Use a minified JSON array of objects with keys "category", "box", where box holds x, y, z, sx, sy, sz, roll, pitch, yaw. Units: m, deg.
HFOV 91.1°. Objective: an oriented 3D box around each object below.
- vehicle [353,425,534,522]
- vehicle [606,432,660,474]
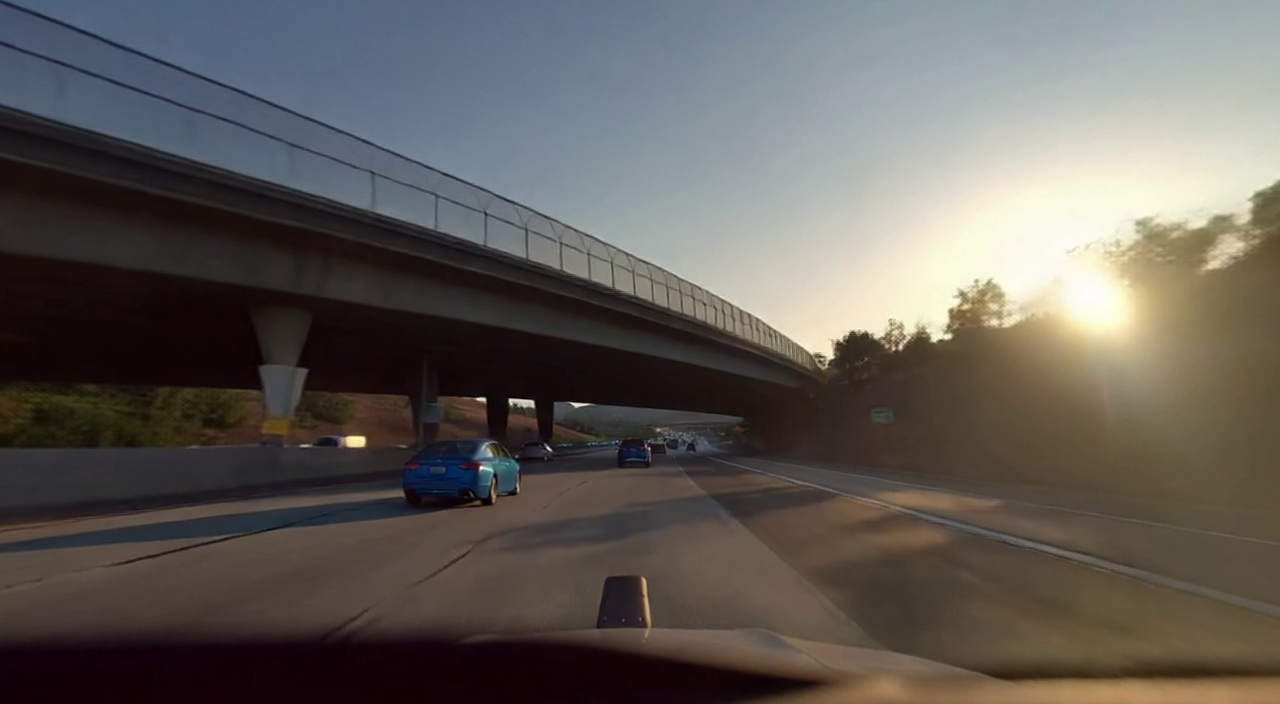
[{"category":"vehicle","box":[-3.659,2.358,12.754,2.124,1.607,4.531,0,-8,1]},{"category":"vehicle","box":[-0.234,4.387,27.406,2.155,1.690,4.318,0,-8,1]}]
